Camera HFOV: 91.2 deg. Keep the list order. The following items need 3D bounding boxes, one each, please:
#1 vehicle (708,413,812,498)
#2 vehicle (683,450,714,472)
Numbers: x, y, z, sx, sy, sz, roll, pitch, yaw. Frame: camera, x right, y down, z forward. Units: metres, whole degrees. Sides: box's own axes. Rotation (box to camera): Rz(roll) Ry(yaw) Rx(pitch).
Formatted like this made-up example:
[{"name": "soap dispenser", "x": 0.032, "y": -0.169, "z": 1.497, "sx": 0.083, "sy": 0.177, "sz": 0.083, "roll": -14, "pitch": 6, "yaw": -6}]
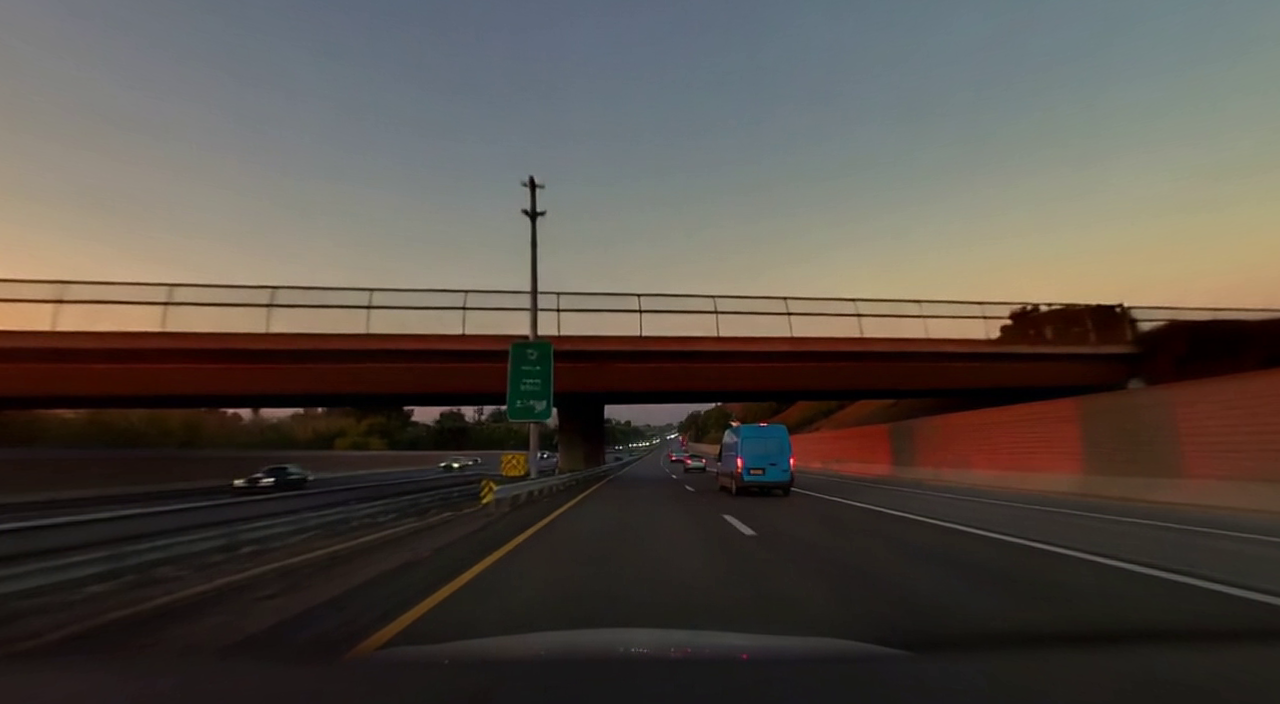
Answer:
[{"name": "vehicle", "x": 3.979, "y": 3.613, "z": 22.104, "sx": 2.560, "sy": 2.598, "sz": 5.581, "roll": 0, "pitch": -9, "yaw": 0}, {"name": "vehicle", "x": 4.509, "y": 8.454, "z": 48.837, "sx": 2.131, "sy": 1.665, "sz": 4.268, "roll": -1, "pitch": -9, "yaw": 1}]
